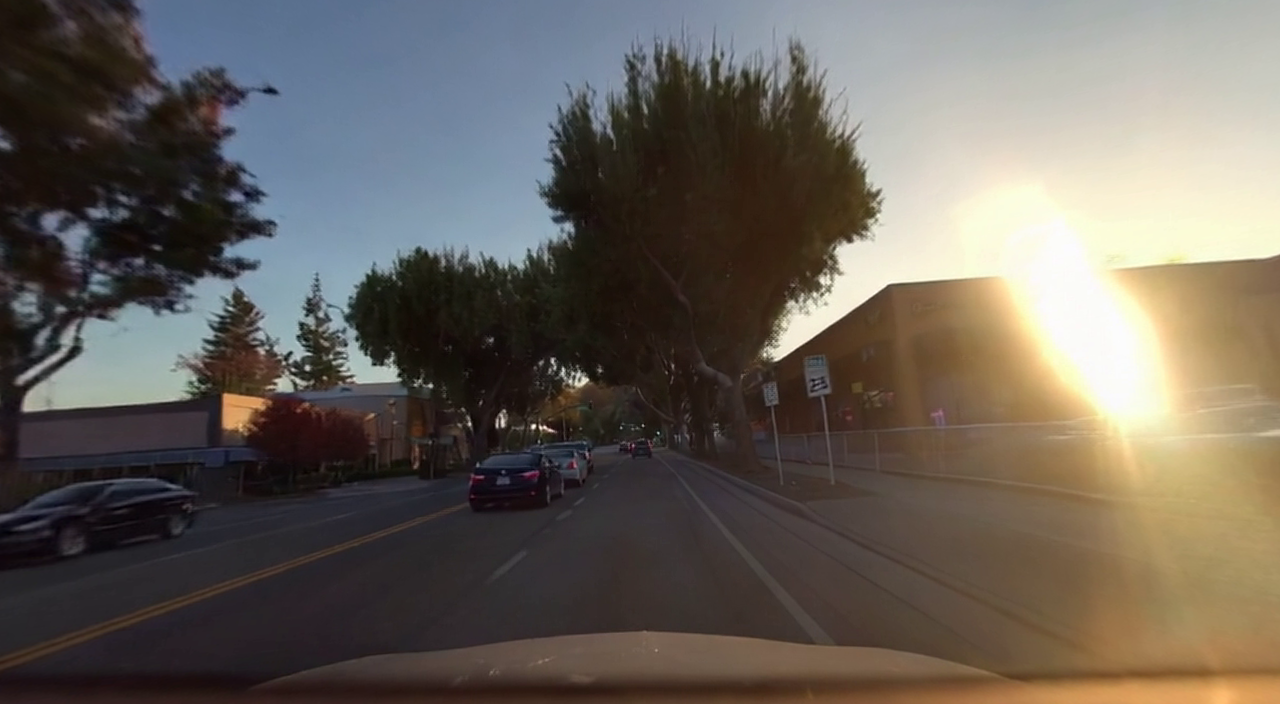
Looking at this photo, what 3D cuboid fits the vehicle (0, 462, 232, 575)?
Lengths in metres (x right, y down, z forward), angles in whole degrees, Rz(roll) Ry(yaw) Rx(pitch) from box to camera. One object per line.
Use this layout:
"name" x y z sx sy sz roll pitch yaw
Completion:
"vehicle" -11.313 3.427 13.480 1.978 1.640 4.695 -9 -8 0

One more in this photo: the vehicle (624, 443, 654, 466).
"vehicle" -0.123 7.027 43.507 2.020 1.478 3.922 0 -8 -2

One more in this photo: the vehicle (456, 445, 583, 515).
"vehicle" -2.679 2.961 15.247 2.099 1.424 4.609 0 -8 1
